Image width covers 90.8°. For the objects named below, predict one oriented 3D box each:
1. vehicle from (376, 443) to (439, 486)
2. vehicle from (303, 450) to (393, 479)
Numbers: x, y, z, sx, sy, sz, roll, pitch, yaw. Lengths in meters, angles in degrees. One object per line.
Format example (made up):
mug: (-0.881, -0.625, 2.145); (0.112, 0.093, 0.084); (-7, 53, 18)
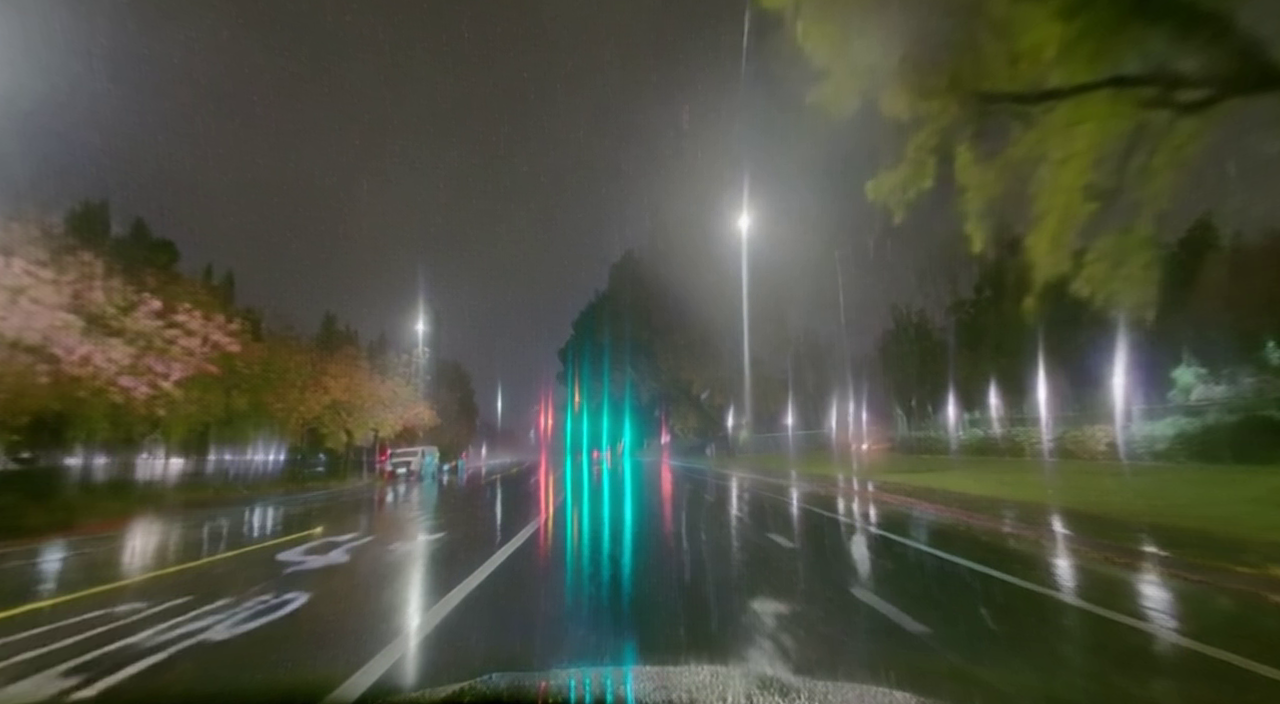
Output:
vehicle: (-14.082, 6.786, 38.571); (2.314, 2.144, 5.403); (-3, -7, -6)
vehicle: (-20.467, 7.888, 44.438); (5.168, 1.886, 2.283); (0, -8, 1)
